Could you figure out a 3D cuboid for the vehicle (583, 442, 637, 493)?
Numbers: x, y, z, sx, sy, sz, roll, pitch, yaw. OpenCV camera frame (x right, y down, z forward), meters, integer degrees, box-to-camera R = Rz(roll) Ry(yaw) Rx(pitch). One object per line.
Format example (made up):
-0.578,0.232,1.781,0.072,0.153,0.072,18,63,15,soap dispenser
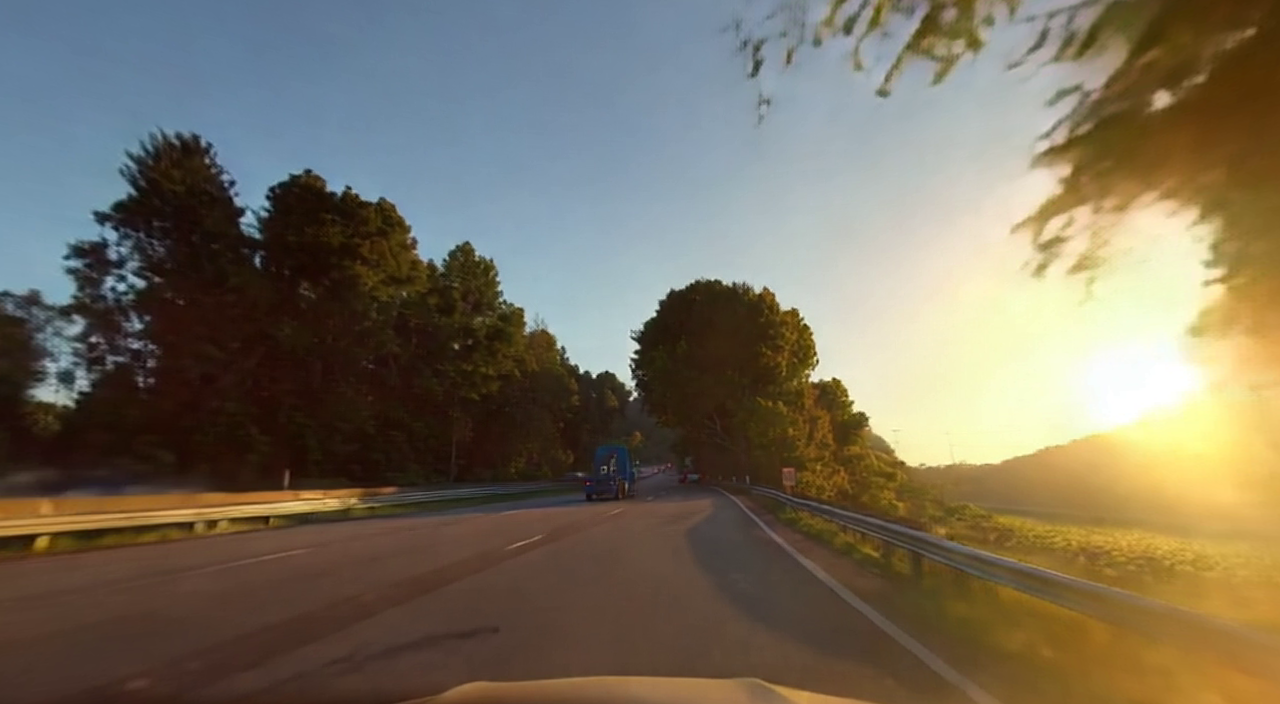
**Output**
-1.947,8.126,44.160,2.841,3.244,7.689,0,-11,4,vehicle
